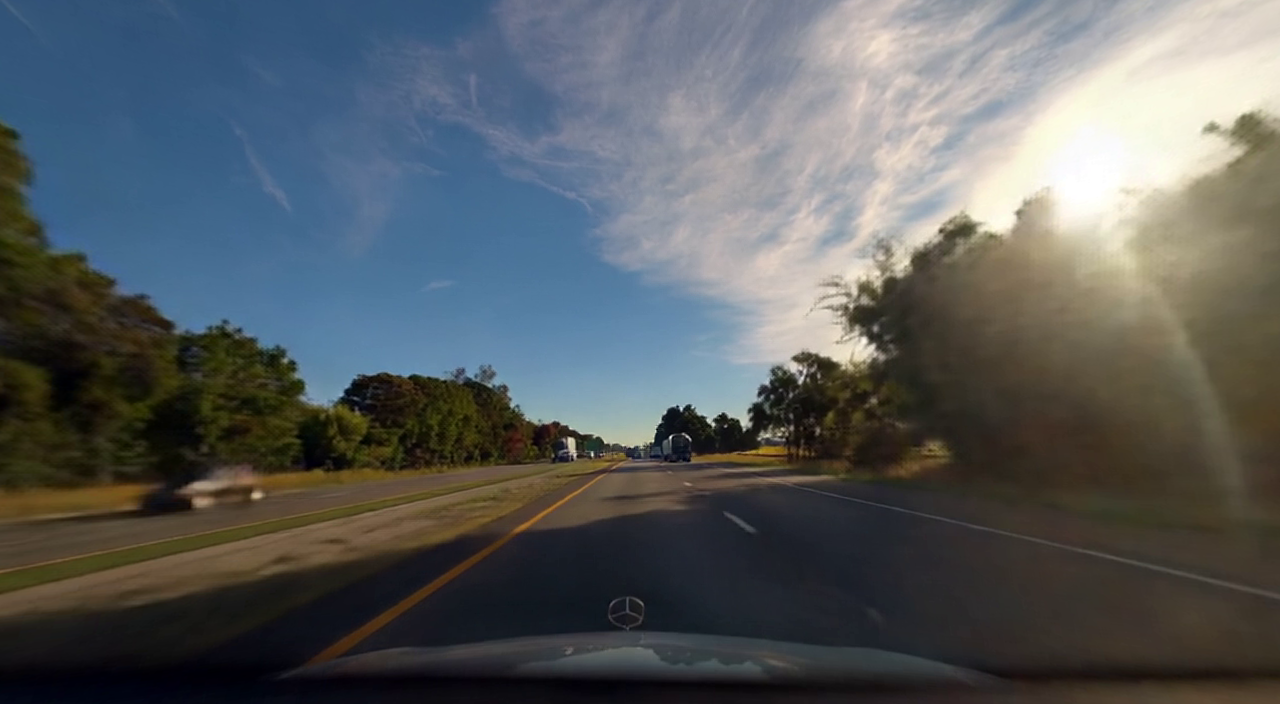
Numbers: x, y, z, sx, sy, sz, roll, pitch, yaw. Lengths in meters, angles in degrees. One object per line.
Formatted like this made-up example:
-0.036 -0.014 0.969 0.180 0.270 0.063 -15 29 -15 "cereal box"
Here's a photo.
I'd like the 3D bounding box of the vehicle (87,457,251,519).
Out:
-13.277 3.822 18.111 1.720 1.497 3.857 0 -9 0 "vehicle"
